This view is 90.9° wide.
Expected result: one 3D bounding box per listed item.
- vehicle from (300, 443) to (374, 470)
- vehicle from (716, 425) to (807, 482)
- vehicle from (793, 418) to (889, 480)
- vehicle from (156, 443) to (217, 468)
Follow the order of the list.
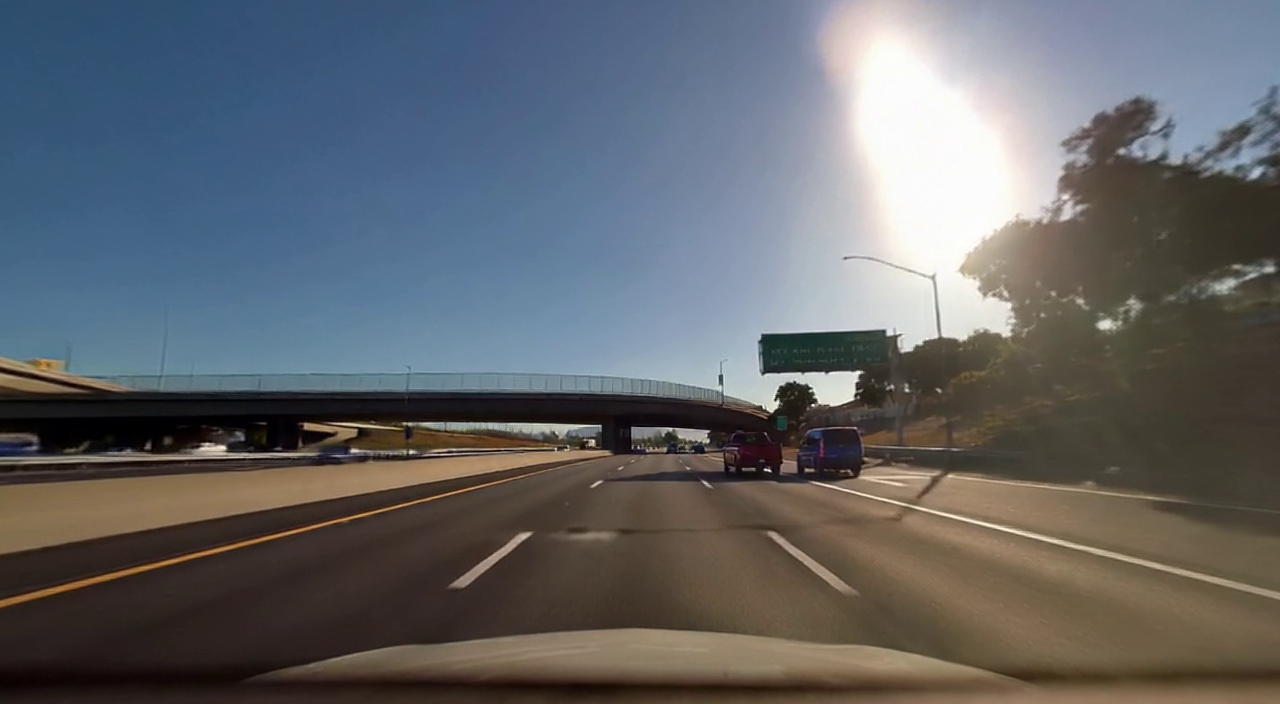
[{"bbox_3d":[-17.811,6.146,37.333,1.868,1.445,4.740,0,-9,2],"label":"vehicle"},{"bbox_3d":[4.648,4.005,25.137,2.505,2.020,5.532,0,-9,0],"label":"vehicle"},{"bbox_3d":[8.228,4.085,26.542,2.229,2.317,5.399,0,-9,0],"label":"vehicle"},{"bbox_3d":[-32.731,7.440,45.718,2.095,1.686,4.669,2,-9,-17],"label":"vehicle"}]
